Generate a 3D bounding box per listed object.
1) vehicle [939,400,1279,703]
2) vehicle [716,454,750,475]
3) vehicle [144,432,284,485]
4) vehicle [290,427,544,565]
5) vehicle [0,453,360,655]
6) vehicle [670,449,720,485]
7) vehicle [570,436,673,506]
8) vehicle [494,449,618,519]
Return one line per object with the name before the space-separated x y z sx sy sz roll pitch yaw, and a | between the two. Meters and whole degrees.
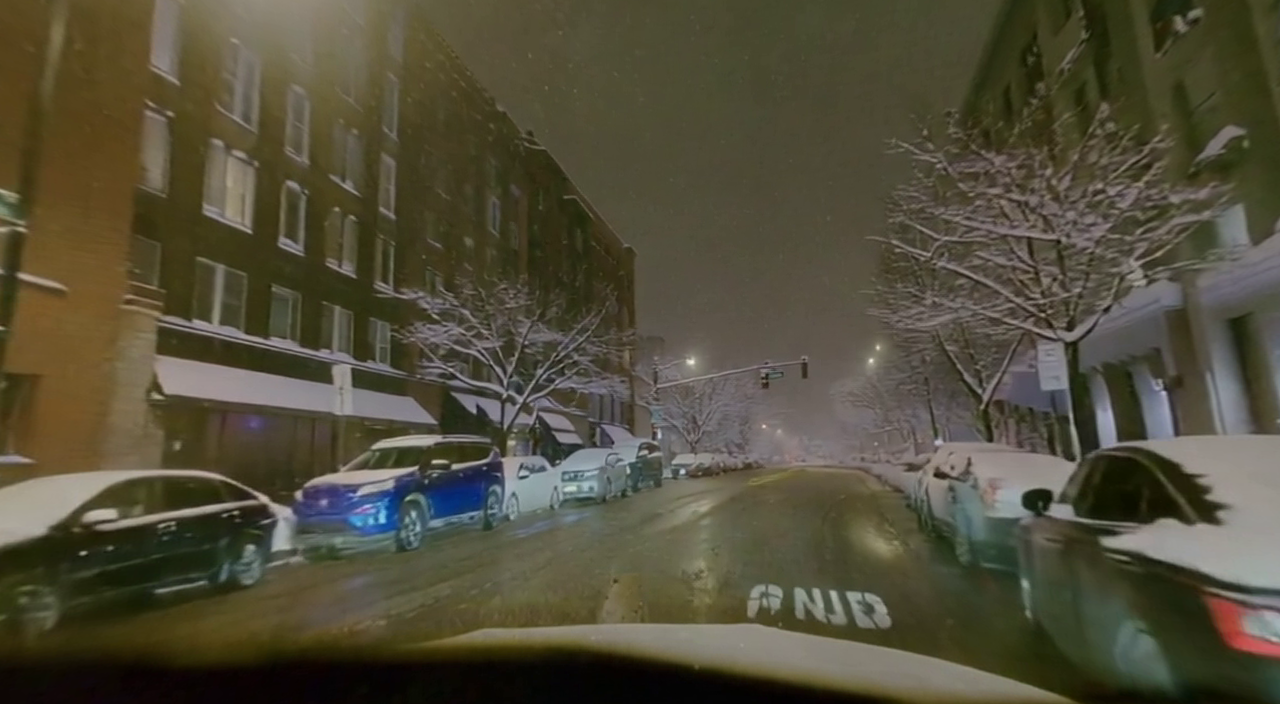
vehicle | 3.029 1.150 3.394 1.892 1.481 4.365 -2 -9 17
vehicle | 7.300 8.771 49.483 1.919 1.464 4.344 -3 -9 18
vehicle | -15.702 3.988 23.367 4.213 1.543 2.001 -7 -14 17
vehicle | -4.179 2.720 13.056 2.120 2.078 5.403 -6 -7 16
vehicle | -5.831 2.178 7.803 1.933 1.461 4.393 -7 -7 16
vehicle | 3.316 6.709 37.156 1.948 1.693 4.325 -5 -7 17
vehicle | -0.534 4.434 24.305 2.260 2.136 5.669 -6 -7 15
vehicle | -2.293 3.773 18.706 1.960 1.765 4.343 -3 -9 17
